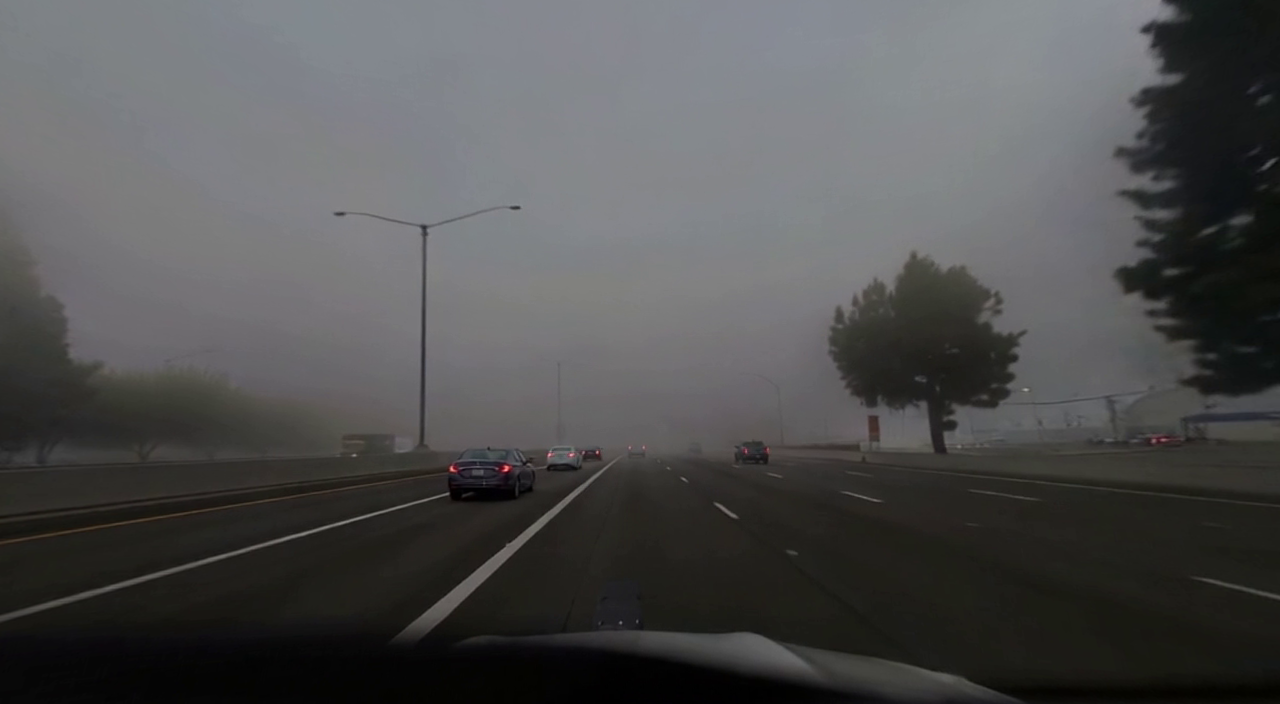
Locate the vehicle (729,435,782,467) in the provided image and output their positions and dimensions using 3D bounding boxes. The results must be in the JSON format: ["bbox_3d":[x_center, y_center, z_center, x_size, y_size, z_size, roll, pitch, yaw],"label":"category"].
[{"bbox_3d":[6.867,5.948,37.974,2.147,1.769,4.666,0,-9,-2],"label":"vehicle"}]

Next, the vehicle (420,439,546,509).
[{"bbox_3d":[-3.598,2.882,15.362,1.959,1.433,4.291,0,-9,0],"label":"vehicle"}]

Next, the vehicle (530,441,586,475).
[{"bbox_3d":[-3.910,5.138,30.819,2.047,1.469,4.614,0,-9,1],"label":"vehicle"}]
